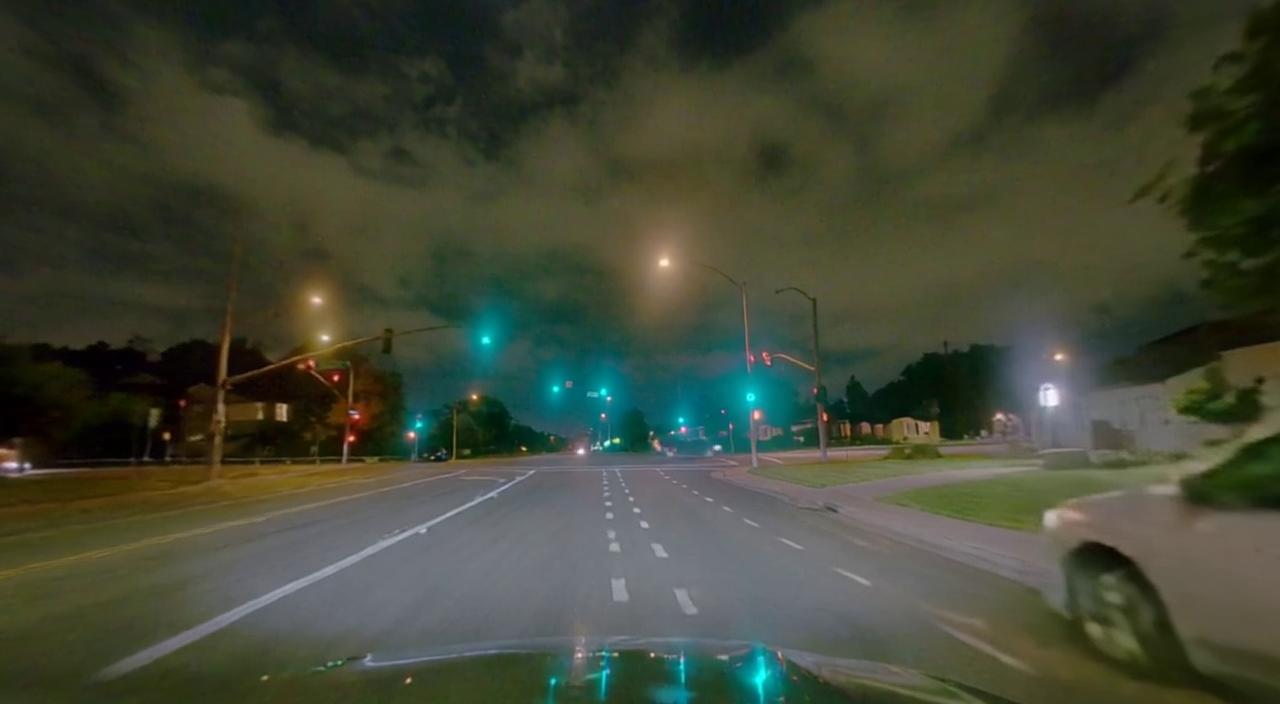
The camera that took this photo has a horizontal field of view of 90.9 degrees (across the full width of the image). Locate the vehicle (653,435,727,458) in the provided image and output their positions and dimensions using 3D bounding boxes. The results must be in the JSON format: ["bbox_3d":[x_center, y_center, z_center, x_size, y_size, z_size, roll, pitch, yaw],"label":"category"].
[{"bbox_3d":[3.291,6.331,42.202,4.759,1.461,1.788,0,-9,-3],"label":"vehicle"}]

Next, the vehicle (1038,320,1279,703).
[{"bbox_3d":[3.844,0.684,1.892,2.170,1.869,4.594,0,-9,-1],"label":"vehicle"}]
